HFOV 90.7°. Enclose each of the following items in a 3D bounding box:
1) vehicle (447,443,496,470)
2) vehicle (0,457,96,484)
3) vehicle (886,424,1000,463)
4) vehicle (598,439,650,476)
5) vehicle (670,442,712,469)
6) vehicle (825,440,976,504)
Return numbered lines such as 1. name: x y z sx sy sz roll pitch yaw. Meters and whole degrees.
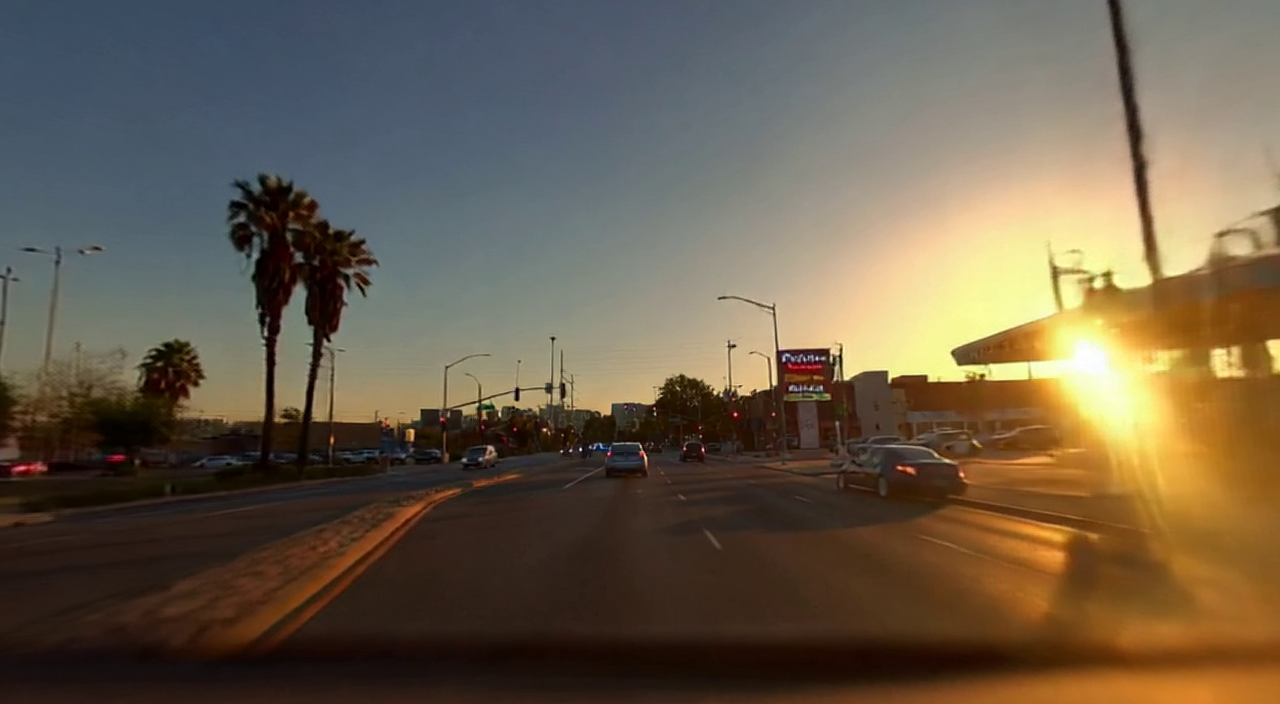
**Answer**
1. vehicle: -11.708 7.296 44.273 2.098 1.766 4.787 0 -9 0
2. vehicle: -35.126 6.919 37.118 4.613 1.477 1.927 0 -9 0
3. vehicle: 16.216 4.988 34.260 2.172 1.855 5.526 2 -9 -19
4. vehicle: -0.688 4.729 28.492 2.160 1.508 4.319 0 -9 -1
5. vehicle: 2.969 6.117 37.521 2.060 1.471 4.168 0 -9 -1
6. vehicle: 6.772 3.163 17.174 1.922 1.461 4.868 0 -9 -1
